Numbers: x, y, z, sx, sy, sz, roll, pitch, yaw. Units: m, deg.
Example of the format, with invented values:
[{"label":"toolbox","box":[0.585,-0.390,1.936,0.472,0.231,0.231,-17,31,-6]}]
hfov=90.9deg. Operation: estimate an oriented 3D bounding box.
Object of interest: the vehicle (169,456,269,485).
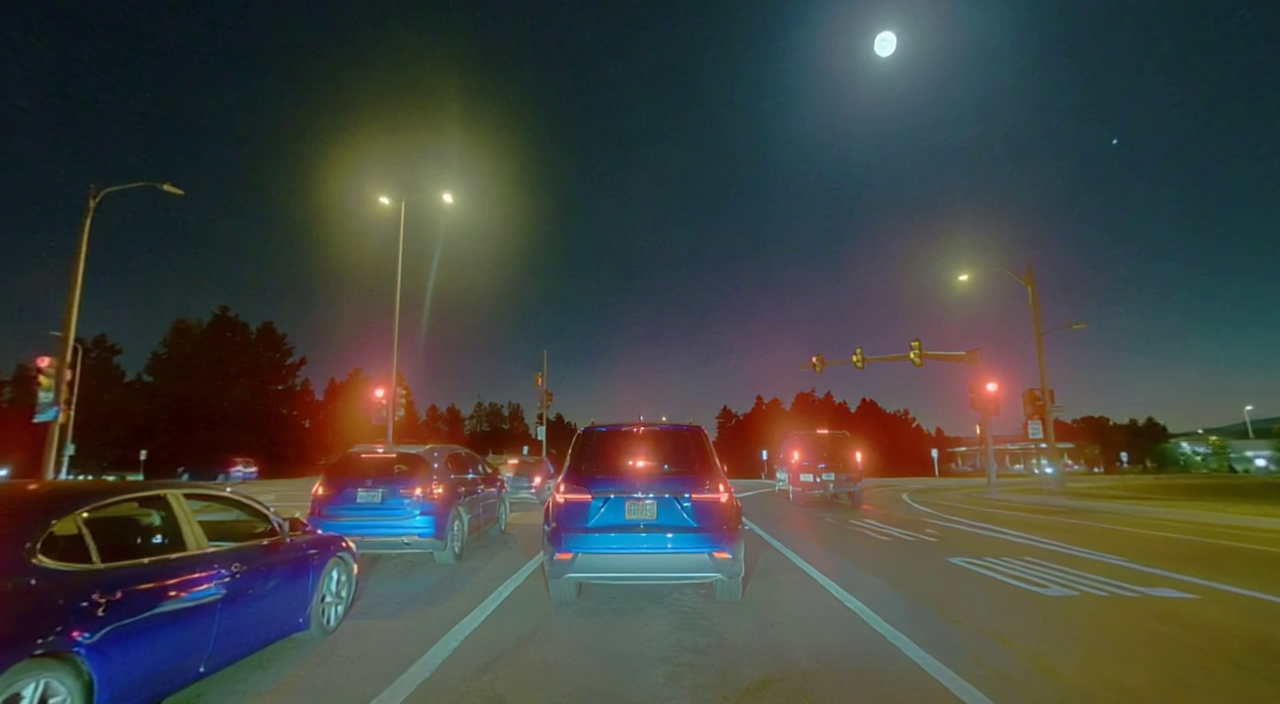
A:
[{"label":"vehicle","box":[-24.537,6.923,36.915,4.457,1.435,1.795,3,-5,-16]}]

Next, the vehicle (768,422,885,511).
[{"label":"vehicle","box":[4.809,2.996,16.912,2.084,2.053,4.073,-1,-8,4]}]

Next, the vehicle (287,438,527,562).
[{"label":"vehicle","box":[-3.191,2.095,9.796,1.913,1.453,4.413,0,-8,2]}]

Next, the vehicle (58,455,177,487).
[{"label":"vehicle","box":[-26.034,5.939,31.571,4.140,1.444,1.742,2,-9,-16]}]

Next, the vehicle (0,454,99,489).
[{"label":"vehicle","box":[-27.080,5.274,27.941,4.198,1.444,1.765,2,-9,-15]}]

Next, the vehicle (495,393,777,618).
[{"label":"vehicle","box":[-0.031,1.522,7.166,2.203,1.757,4.286,0,-8,0]}]
